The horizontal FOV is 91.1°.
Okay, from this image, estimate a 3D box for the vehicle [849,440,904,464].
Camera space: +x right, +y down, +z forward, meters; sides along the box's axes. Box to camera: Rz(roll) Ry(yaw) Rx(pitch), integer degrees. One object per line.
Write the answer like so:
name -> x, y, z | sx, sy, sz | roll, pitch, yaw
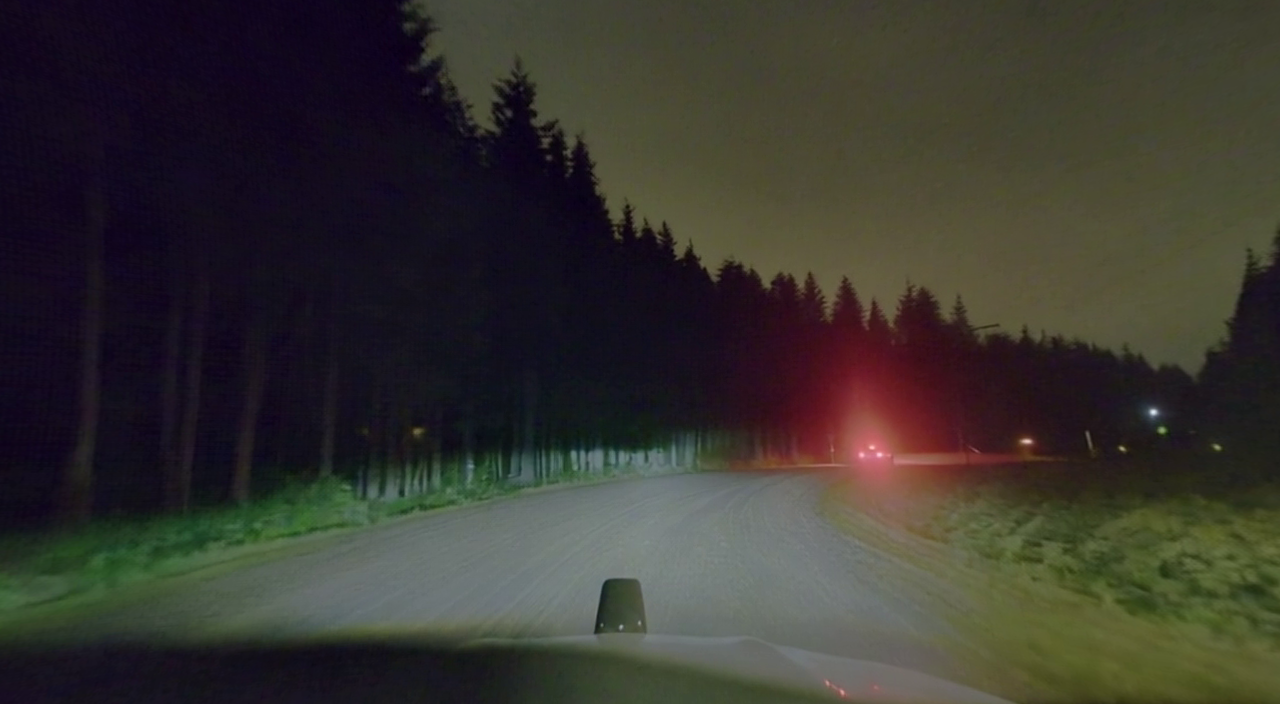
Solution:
vehicle -> 18.737, 7.907, 49.697 | 4.257, 1.789, 1.988 | 7, -9, -36
